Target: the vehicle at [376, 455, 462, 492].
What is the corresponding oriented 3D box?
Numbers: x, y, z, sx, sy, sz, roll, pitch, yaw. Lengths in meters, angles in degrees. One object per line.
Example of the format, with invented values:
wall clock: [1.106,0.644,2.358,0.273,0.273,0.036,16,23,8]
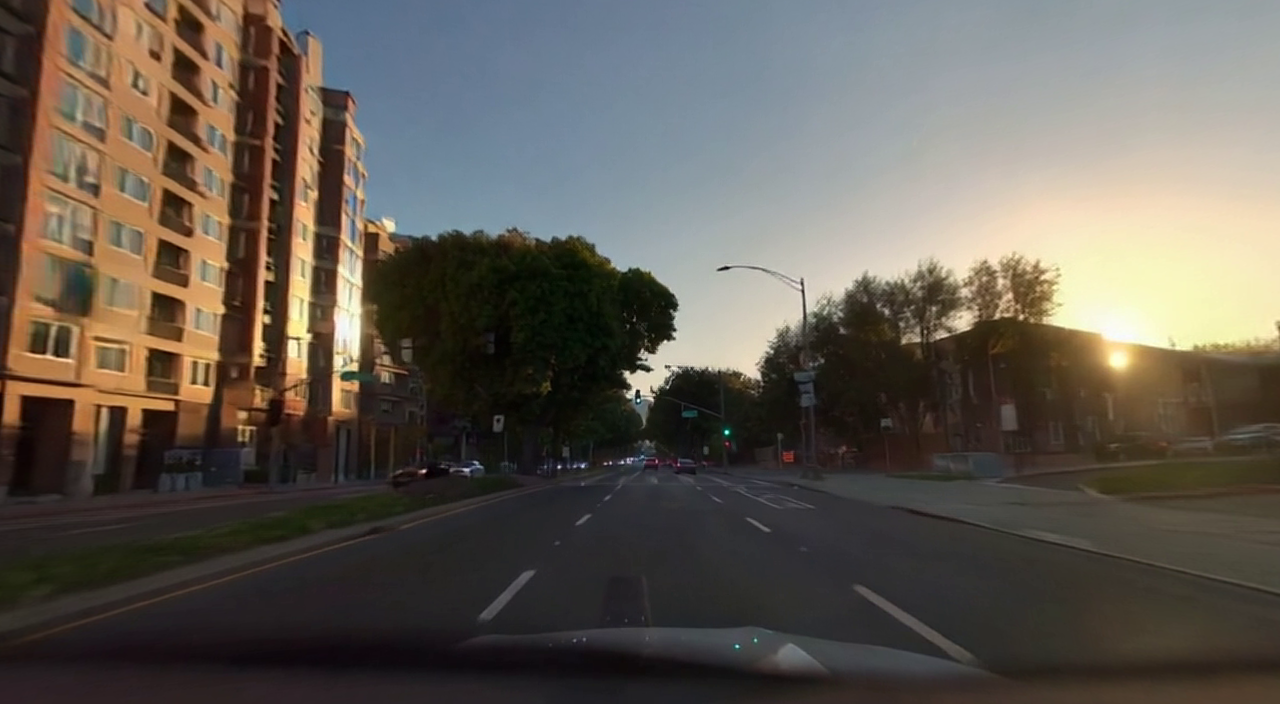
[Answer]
vehicle: [-9.954,5.501,28.843,2.004,1.469,4.724,-1,-9,3]
